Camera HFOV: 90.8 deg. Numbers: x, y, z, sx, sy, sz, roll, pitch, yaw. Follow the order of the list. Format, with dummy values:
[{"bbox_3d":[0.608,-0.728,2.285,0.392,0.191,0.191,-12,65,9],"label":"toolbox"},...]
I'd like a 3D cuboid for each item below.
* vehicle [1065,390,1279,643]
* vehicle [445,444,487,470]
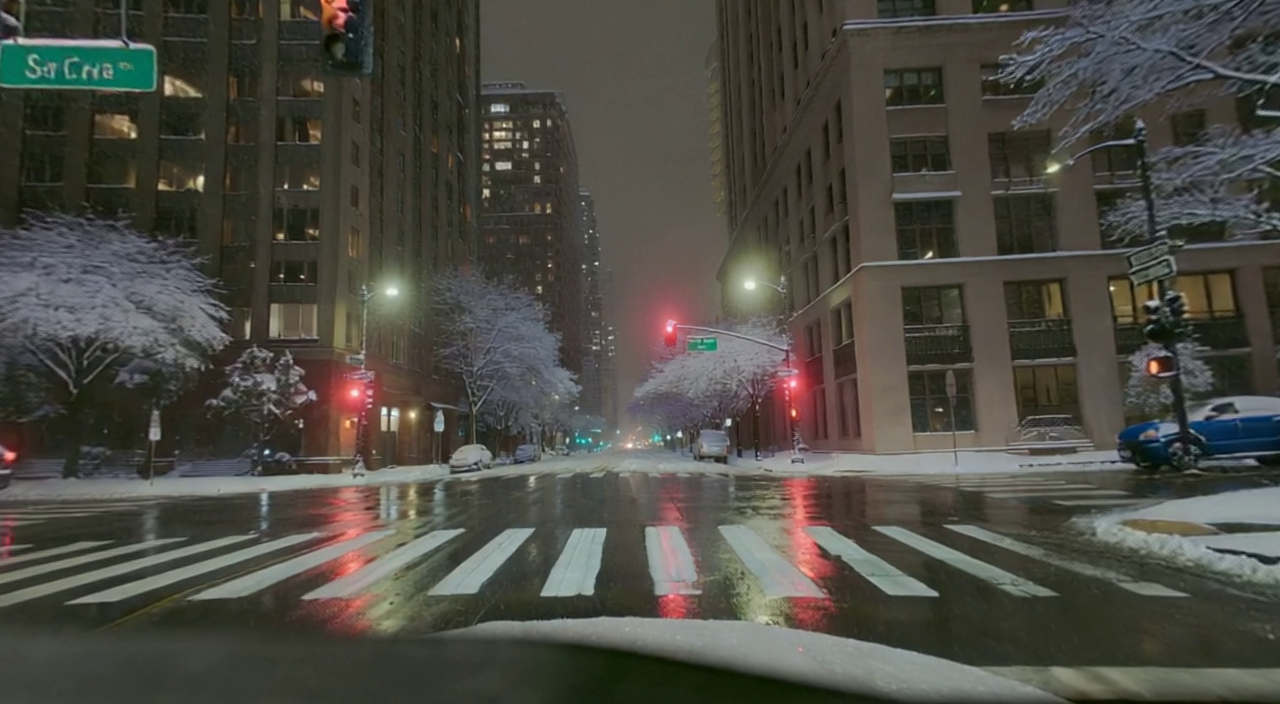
[{"bbox_3d":[5.657,1.138,4.262,2.070,1.804,4.881,0,-8,-1],"label":"vehicle"},{"bbox_3d":[-12.450,7.505,45.379,1.935,1.639,4.244,-3,-8,-2],"label":"vehicle"}]
